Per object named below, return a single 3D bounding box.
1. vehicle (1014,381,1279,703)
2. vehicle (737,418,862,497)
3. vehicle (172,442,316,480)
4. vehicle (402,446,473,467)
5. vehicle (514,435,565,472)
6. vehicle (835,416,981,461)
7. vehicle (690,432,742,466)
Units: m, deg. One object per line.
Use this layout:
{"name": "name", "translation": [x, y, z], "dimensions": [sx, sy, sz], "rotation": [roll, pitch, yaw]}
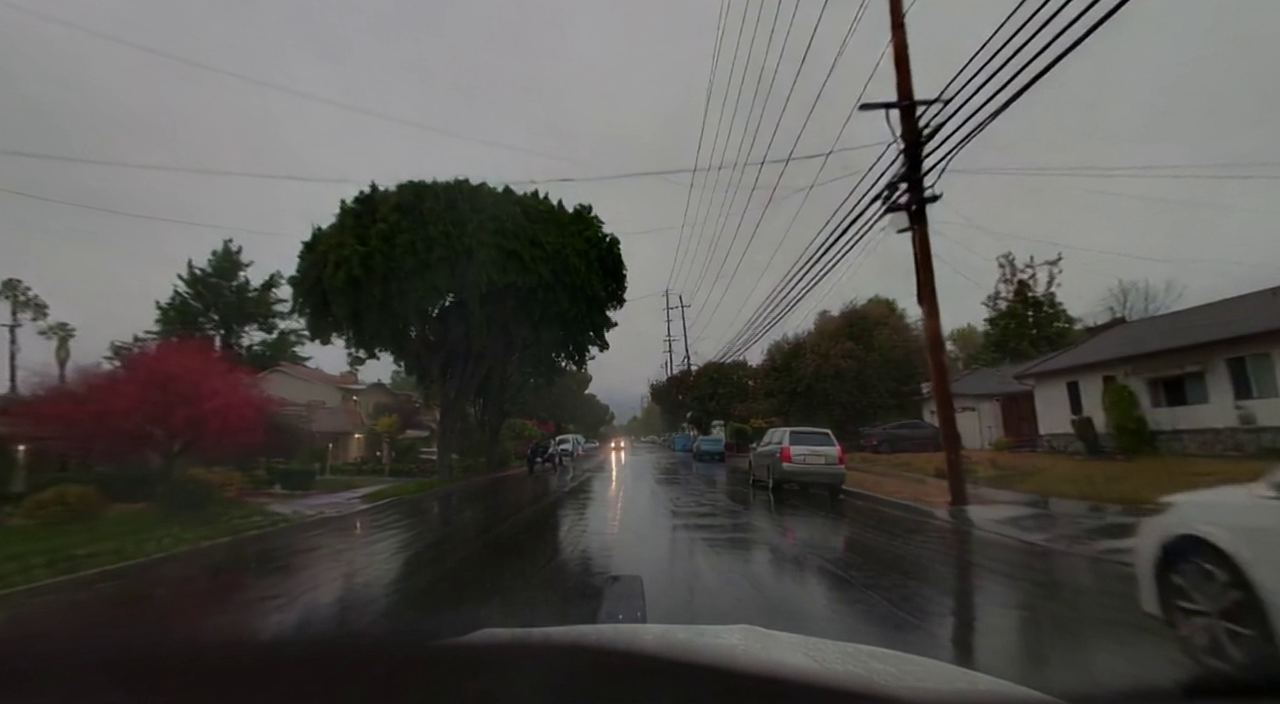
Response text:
{"name": "vehicle", "translation": [4.006, 0.868, 2.613], "dimensions": [2.016, 1.544, 4.645], "rotation": [0, -8, -1]}
{"name": "vehicle", "translation": [3.965, 2.729, 16.673], "dimensions": [2.105, 1.755, 4.749], "rotation": [0, -8, 1]}
{"name": "vehicle", "translation": [-19.771, 5.458, 31.762], "dimensions": [5.746, 1.830, 2.162], "rotation": [0, -8, -2]}
{"name": "vehicle", "translation": [-15.097, 7.787, 47.191], "dimensions": [4.615, 1.489, 1.971], "rotation": [0, -8, 2]}
{"name": "vehicle", "translation": [-5.824, 5.924, 37.319], "dimensions": [2.213, 1.786, 4.674], "rotation": [-6, -7, -2]}
{"name": "vehicle", "translation": [11.798, 3.858, 28.166], "dimensions": [5.447, 1.895, 2.202], "rotation": [0, -8, 2]}
{"name": "vehicle", "translation": [3.967, 5.163, 33.715], "dimensions": [2.040, 1.640, 4.153], "rotation": [1, -8, -3]}
